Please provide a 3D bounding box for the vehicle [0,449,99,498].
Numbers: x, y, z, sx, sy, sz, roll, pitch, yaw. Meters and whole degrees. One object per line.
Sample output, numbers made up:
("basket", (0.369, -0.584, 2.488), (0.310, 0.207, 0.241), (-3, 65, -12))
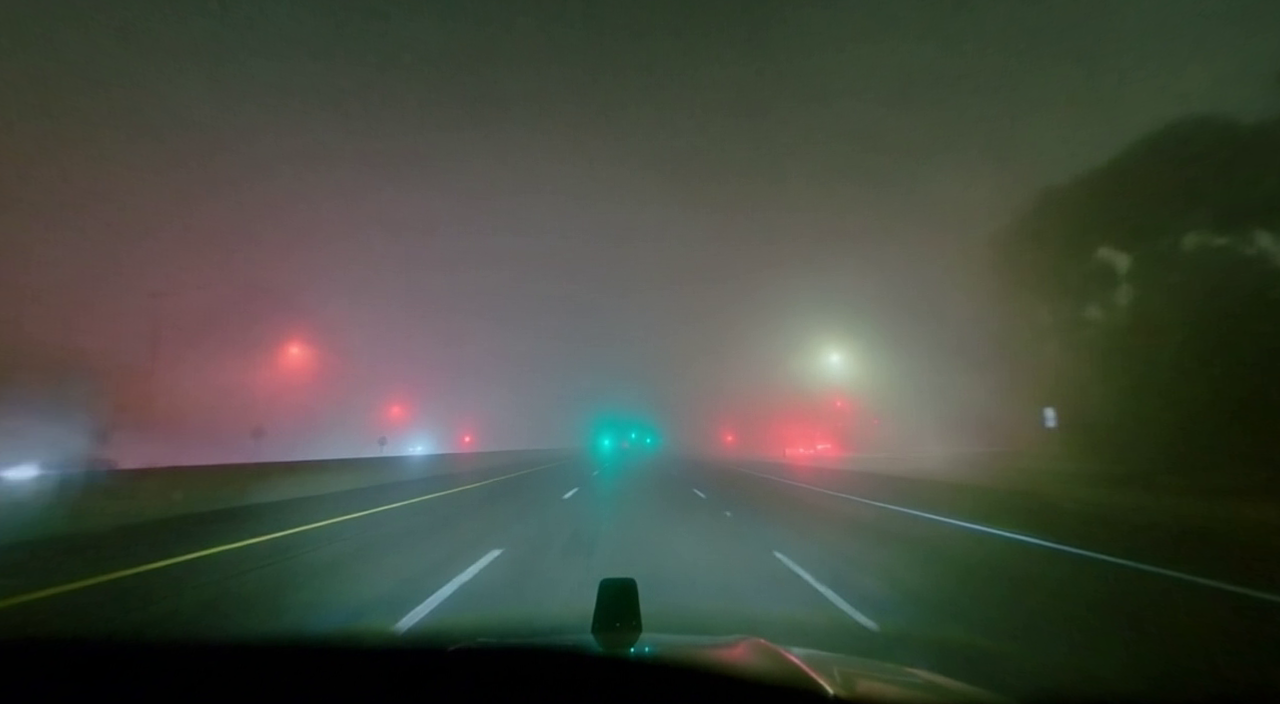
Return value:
("vehicle", (-21.245, 4.042, 21.219), (1.946, 1.512, 4.747), (0, -9, 0))
